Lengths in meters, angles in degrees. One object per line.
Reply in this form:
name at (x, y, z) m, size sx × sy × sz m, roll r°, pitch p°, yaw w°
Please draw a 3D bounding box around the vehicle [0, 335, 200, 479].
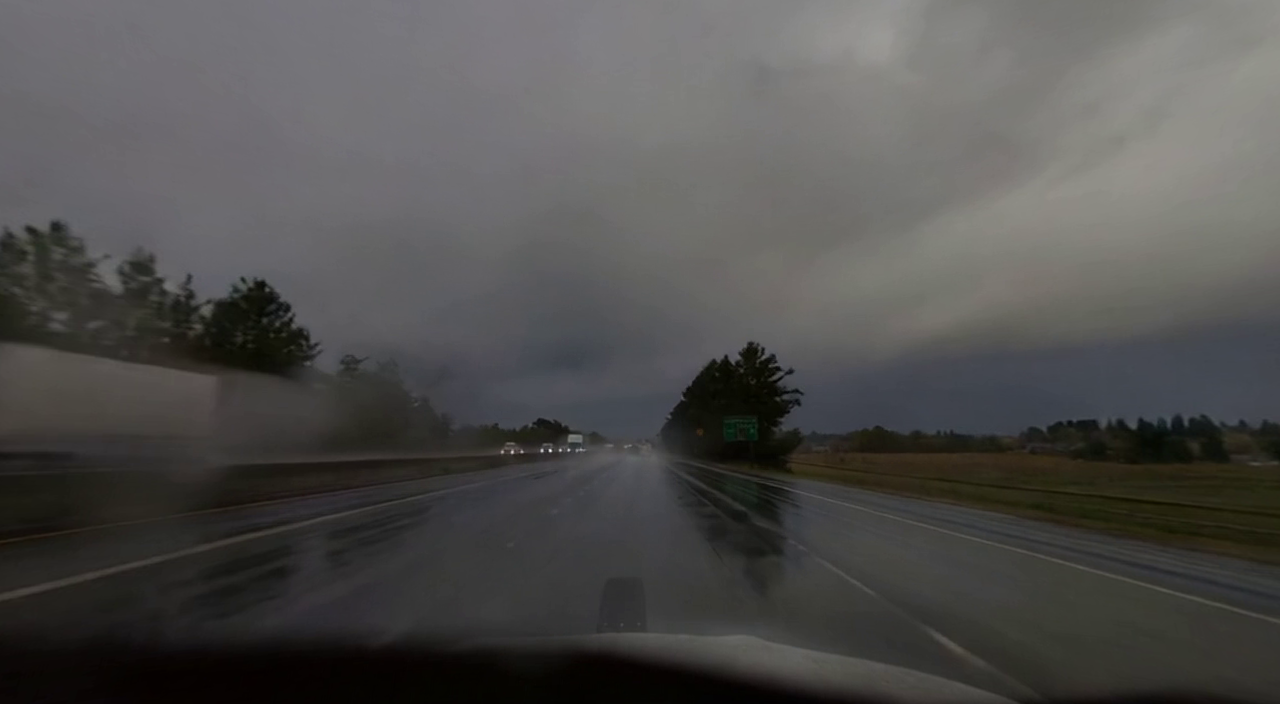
vehicle at (-18.893, 1.577, 17.637) m, size 2.948 × 3.895 × 14.360 m, roll 0°, pitch -9°, yaw 0°
